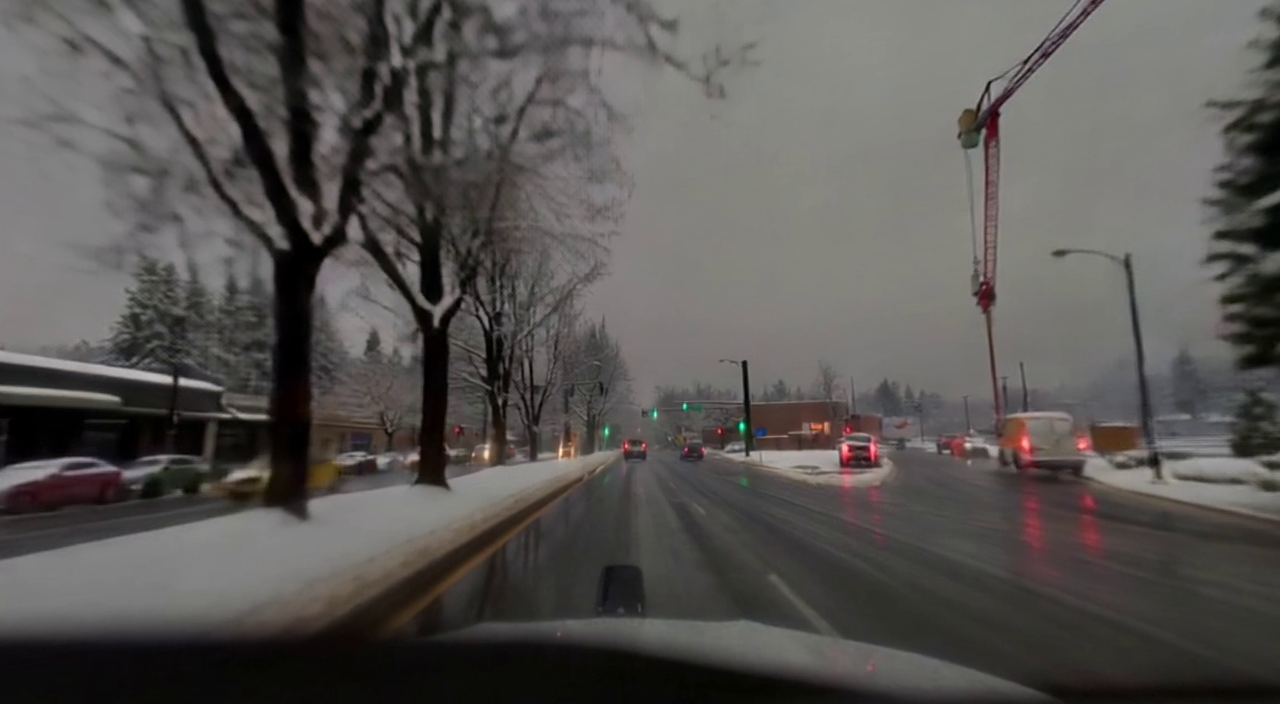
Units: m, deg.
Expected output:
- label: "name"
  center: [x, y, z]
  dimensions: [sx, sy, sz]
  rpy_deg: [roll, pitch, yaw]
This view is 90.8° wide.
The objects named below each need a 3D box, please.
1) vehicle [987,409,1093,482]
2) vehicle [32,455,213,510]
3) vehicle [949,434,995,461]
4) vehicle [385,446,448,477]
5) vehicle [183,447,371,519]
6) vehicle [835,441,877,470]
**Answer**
- label: "vehicle"
  center: [16.859, 3.994, 27.068]
  dimensions: [2.311, 2.722, 5.823]
  rpy_deg: [-3, -9, 18]
- label: "vehicle"
  center: [-16.293, 4.089, 20.301]
  dimensions: [1.852, 1.476, 4.704]
  rpy_deg: [0, -9, -1]
- label: "vehicle"
  center: [25.224, 7.297, 48.149]
  dimensions: [2.159, 1.920, 4.948]
  rpy_deg: [-3, -9, 17]
- label: "vehicle"
  center: [-12.096, 5.938, 34.514]
  dimensions: [1.897, 1.557, 4.218]
  rpy_deg: [0, -8, 0]
- label: "vehicle"
  center: [-8.484, 3.053, 15.354]
  dimensions: [1.960, 1.461, 4.433]
  rpy_deg: [0, -9, 0]
- label: "vehicle"
  center: [12.449, 5.908, 36.257]
  dimensions: [1.961, 1.485, 4.762]
  rpy_deg: [-4, -9, 22]
